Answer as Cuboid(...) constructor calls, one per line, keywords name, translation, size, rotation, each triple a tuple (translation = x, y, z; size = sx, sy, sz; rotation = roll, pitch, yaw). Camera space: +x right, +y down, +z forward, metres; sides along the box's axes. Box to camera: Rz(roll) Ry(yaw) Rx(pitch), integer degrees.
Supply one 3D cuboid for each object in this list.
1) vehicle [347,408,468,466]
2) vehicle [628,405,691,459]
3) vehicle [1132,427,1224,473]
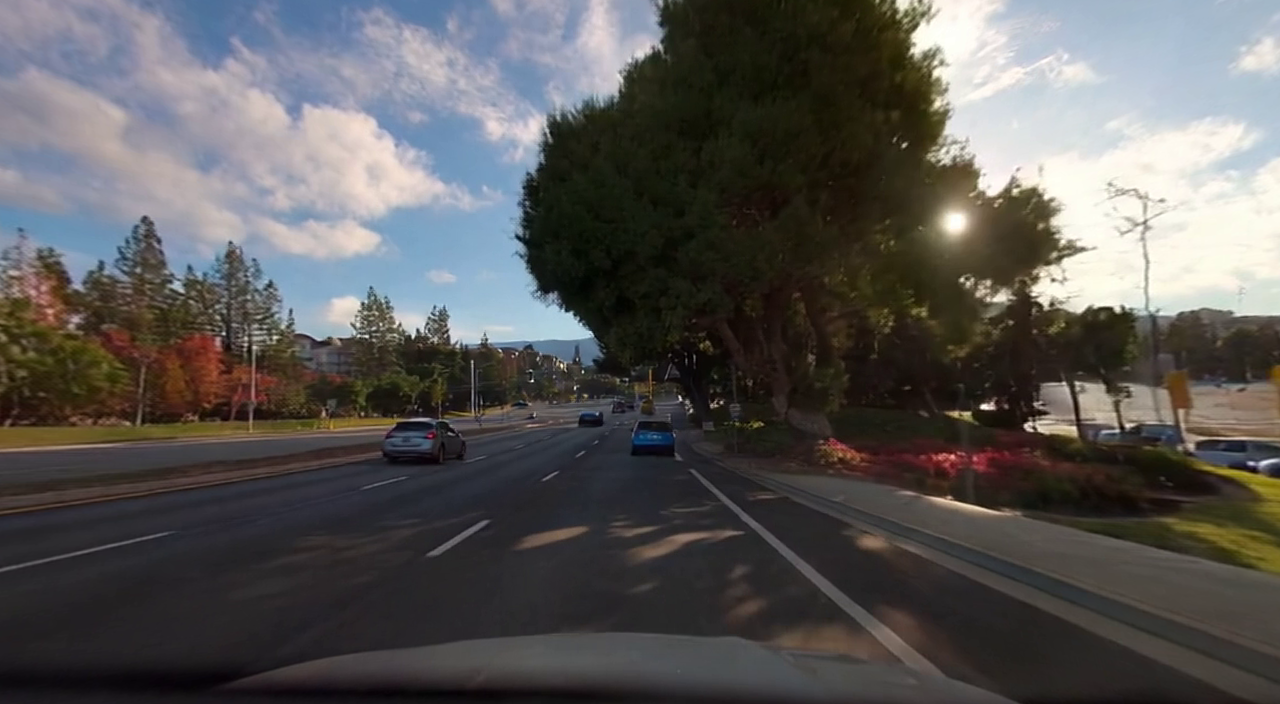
Cuboid(name="vehicle", translation=(-7.440, 2.838, 20.872), size=(1.997, 1.650, 5.090), rotation=(0, -8, 1))
Cuboid(name="vehicle", translation=(0.688, 3.064, 23.836), size=(2.125, 1.830, 4.370), rotation=(0, -8, 1))
Cuboid(name="vehicle", translation=(22.973, 4.191, 27.167), size=(2.057, 1.548, 4.150), rotation=(4, -6, 27))
